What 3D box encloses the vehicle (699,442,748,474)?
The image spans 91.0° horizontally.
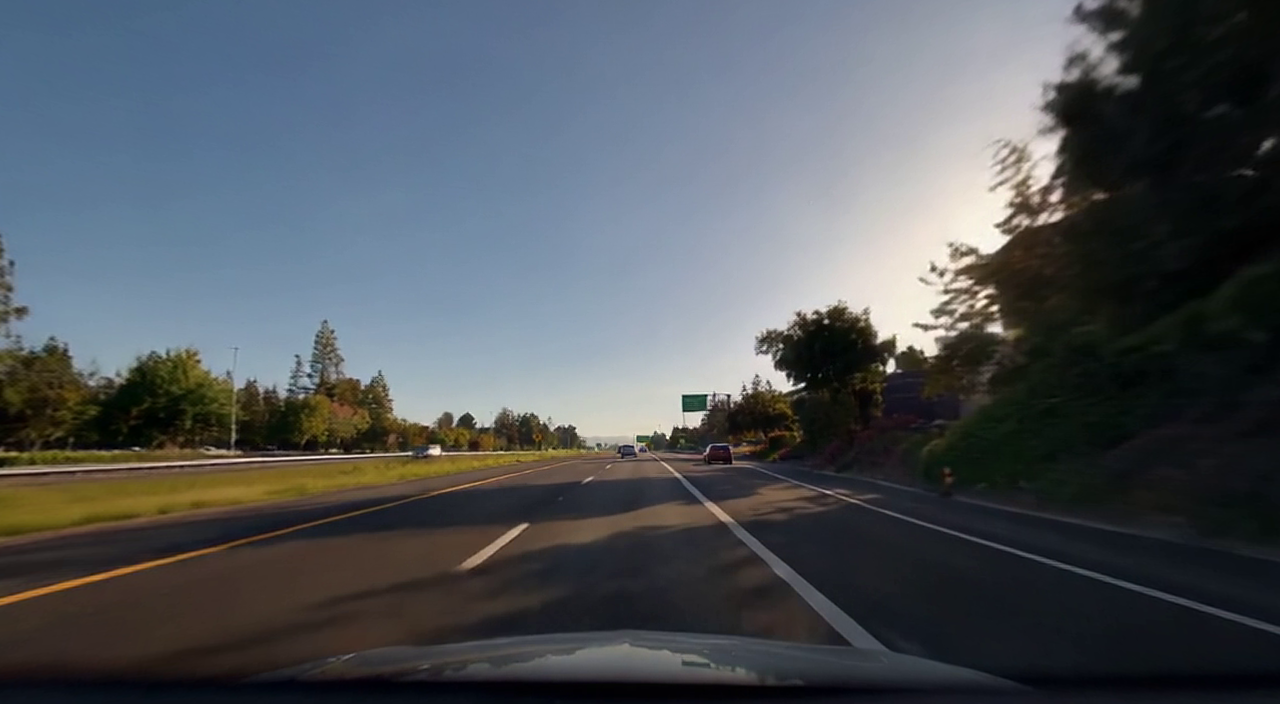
[{"bbox_3d":[4.527,5.823,34.835,2.085,1.594,4.848,0,-9,1],"label":"vehicle"}]
